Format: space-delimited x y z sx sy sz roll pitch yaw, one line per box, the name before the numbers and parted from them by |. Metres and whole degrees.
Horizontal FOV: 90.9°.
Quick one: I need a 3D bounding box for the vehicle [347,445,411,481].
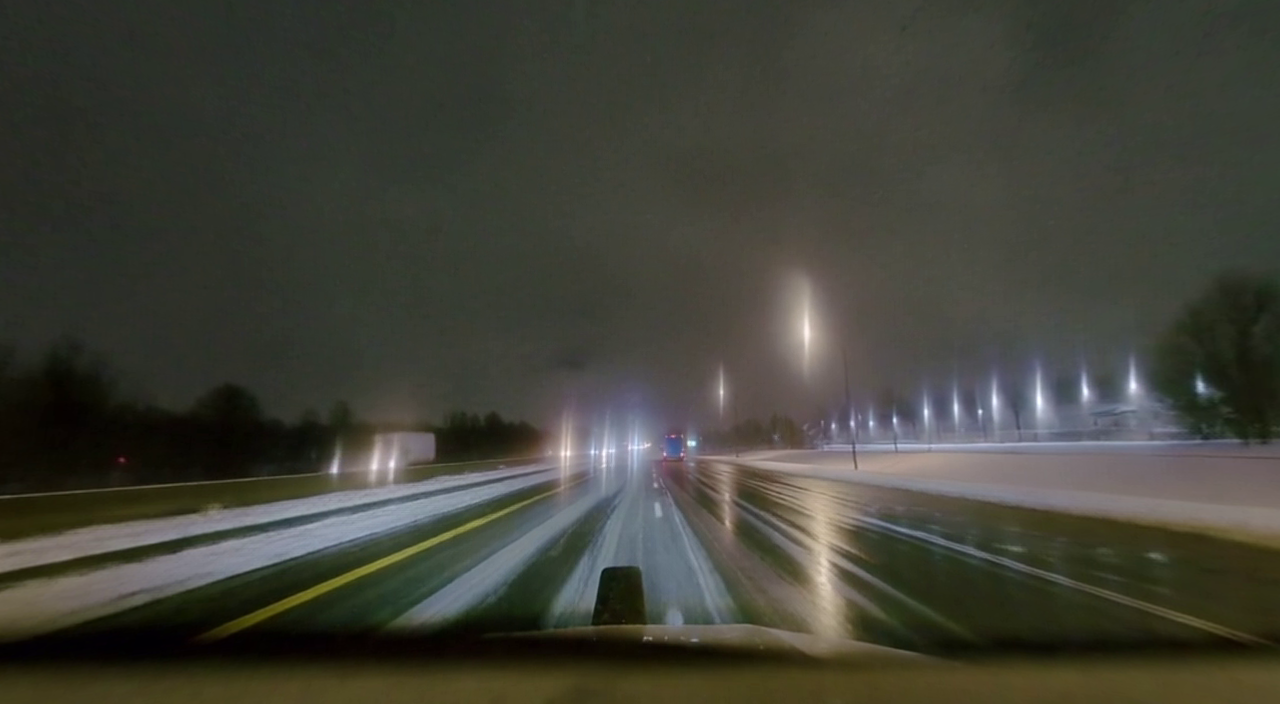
vehicle | -20.329 8.657 49.400 2.287 2.643 5.970 -1 -9 1
